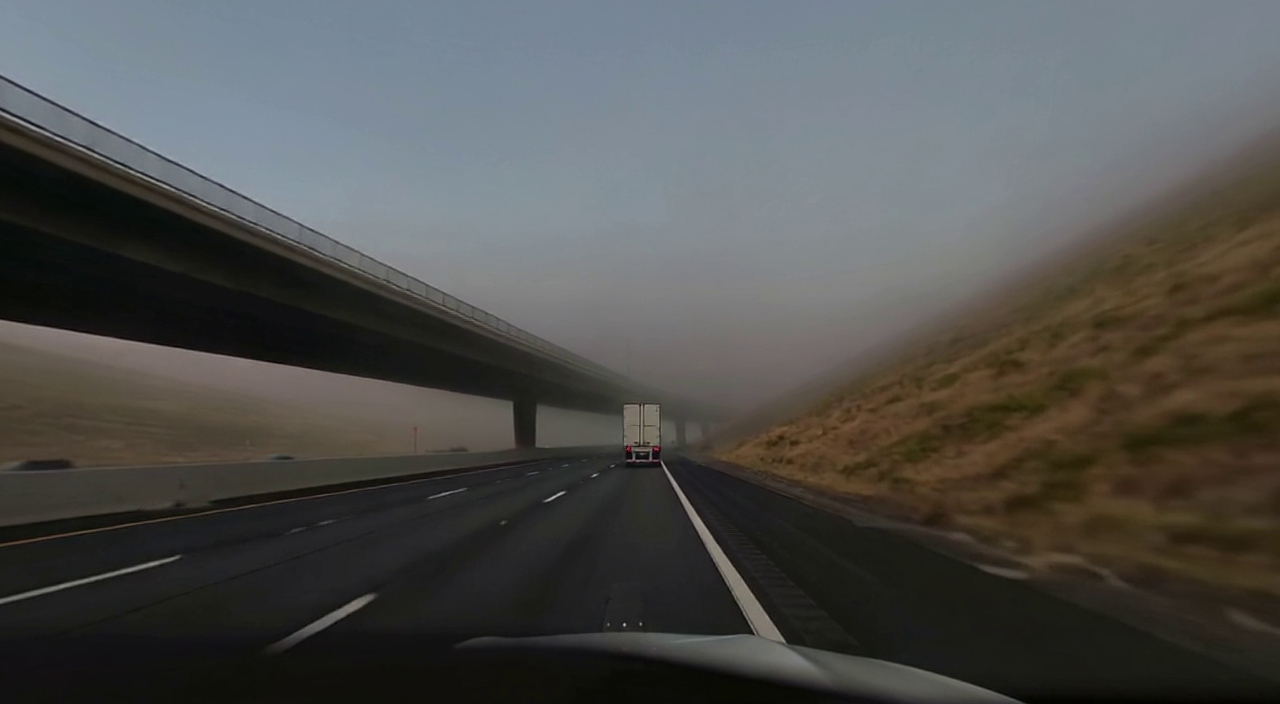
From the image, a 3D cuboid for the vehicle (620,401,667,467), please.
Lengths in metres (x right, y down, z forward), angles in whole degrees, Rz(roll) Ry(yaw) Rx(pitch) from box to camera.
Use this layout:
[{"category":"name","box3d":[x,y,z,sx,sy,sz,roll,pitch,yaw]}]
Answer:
[{"category":"vehicle","box3d":[0.192,5.812,44.024,2.866,4.014,11.261,0,-8,0]}]
